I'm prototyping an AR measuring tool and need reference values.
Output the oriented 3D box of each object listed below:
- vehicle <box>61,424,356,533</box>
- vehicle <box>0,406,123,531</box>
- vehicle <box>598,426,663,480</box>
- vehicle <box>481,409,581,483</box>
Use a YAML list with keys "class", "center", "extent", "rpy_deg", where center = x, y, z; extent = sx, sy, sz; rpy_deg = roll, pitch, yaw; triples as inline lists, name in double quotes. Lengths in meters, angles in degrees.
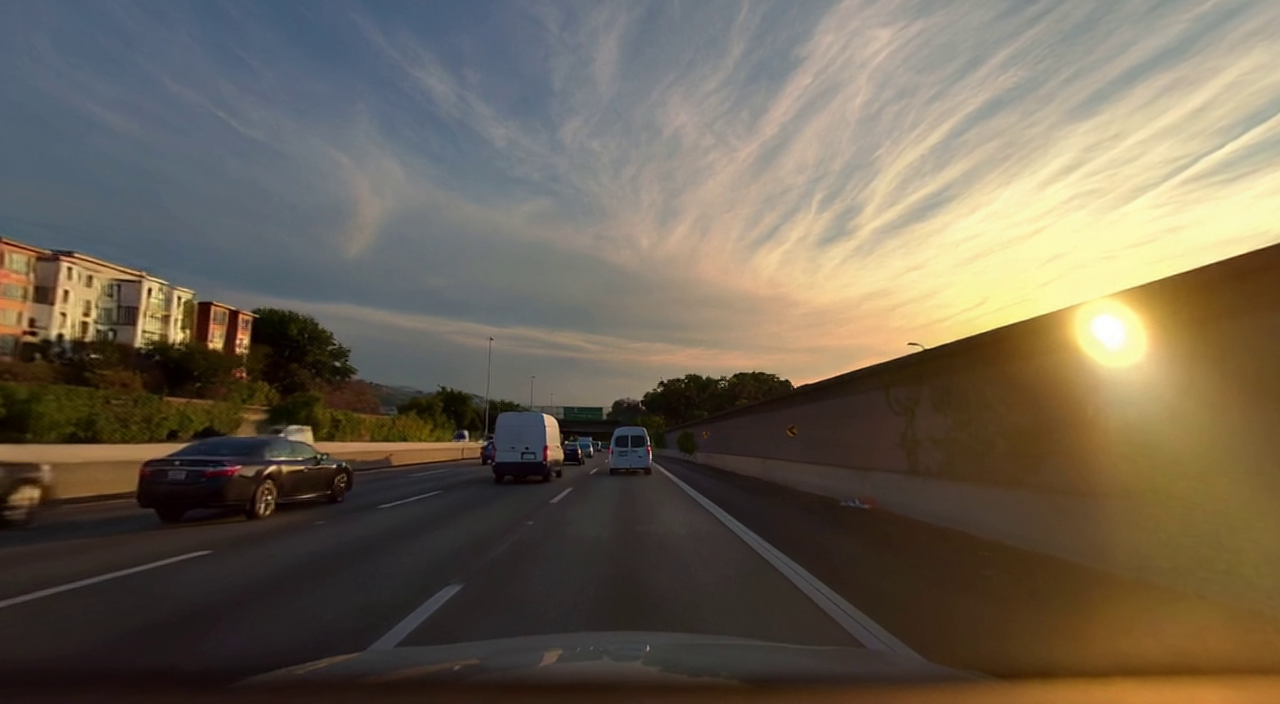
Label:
- class: "vehicle"
  center: [-7.031, 2.108, 11.065]
  extent: [1.959, 1.493, 4.575]
  rpy_deg: [0, -9, 0]
- class: "vehicle"
  center: [-10.323, 1.626, 8.738]
  extent: [2.312, 1.766, 4.653]
  rpy_deg: [0, -9, 0]
- class: "vehicle"
  center: [-0.327, 3.790, 23.738]
  extent: [2.207, 1.807, 4.199]
  rpy_deg: [0, -9, 0]
- class: "vehicle"
  center: [-3.643, 3.361, 22.531]
  extent: [2.504, 2.276, 5.933]
  rpy_deg: [0, -9, 0]
